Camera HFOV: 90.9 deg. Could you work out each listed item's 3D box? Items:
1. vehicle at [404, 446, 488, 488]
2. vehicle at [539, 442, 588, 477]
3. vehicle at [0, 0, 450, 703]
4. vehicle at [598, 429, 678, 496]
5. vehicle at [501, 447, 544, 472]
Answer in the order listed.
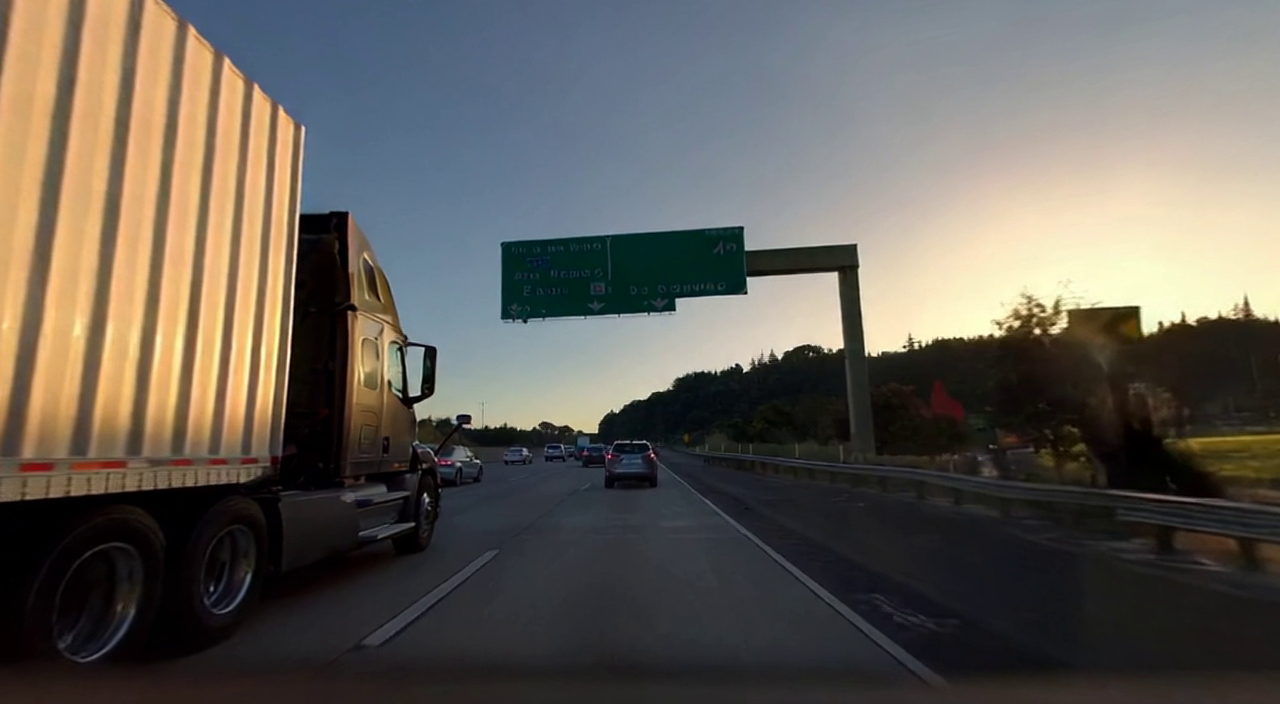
[{"bbox_3d":[-7.416,4.394,24.524,1.864,1.458,4.295,0,-9,0],"label":"vehicle"},{"bbox_3d":[-3.765,5.395,31.861,1.952,1.649,4.131,0,-9,0],"label":"vehicle"},{"bbox_3d":[-3.790,-0.180,3.048,2.990,3.885,8.540,0,-9,0],"label":"vehicle"},{"bbox_3d":[-0.014,3.289,19.016,2.152,1.779,3.924,0,-9,1],"label":"vehicle"},{"bbox_3d":[-7.399,6.753,39.967,1.869,1.466,4.217,0,-9,1],"label":"vehicle"}]
